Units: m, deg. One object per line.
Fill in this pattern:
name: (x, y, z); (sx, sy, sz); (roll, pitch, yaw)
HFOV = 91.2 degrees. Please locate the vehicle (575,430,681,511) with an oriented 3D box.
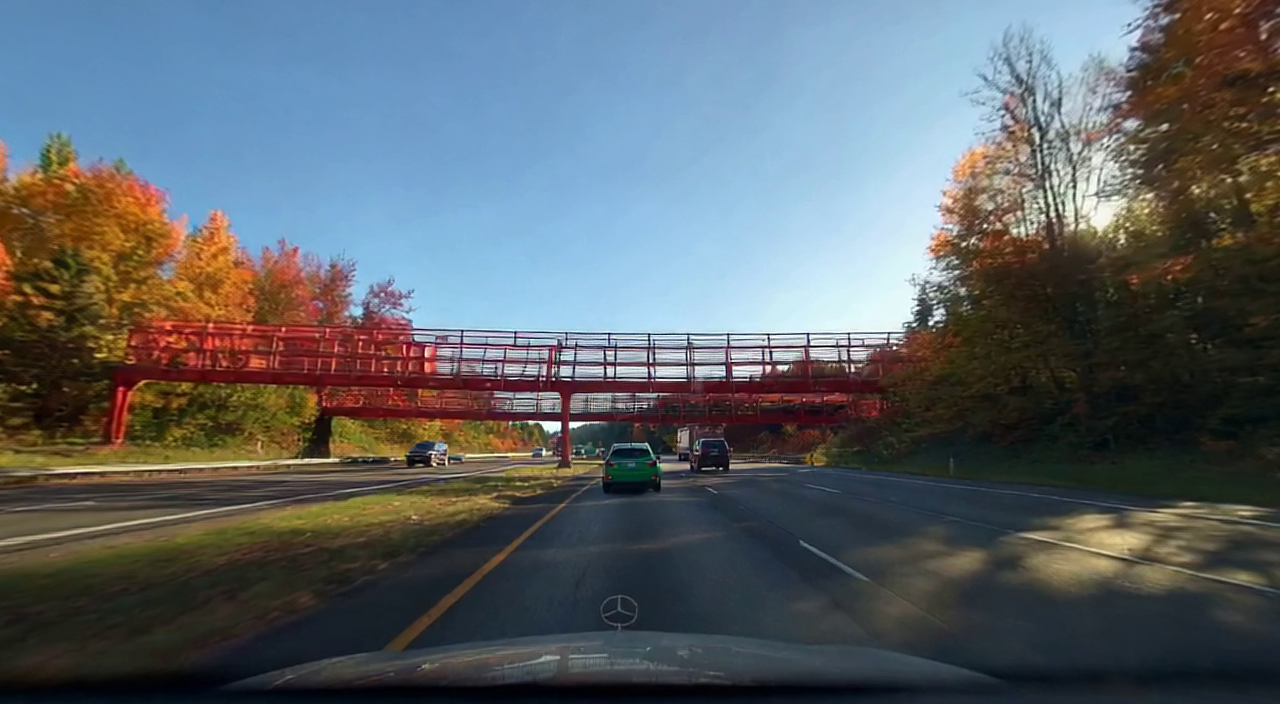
vehicle: (-0.270, 2.846, 15.524); (2.259, 1.699, 4.015); (0, -9, 0)

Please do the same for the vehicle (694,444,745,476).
vehicle: (3.919, 5.390, 31.462); (1.894, 1.487, 3.751); (0, -9, -3)

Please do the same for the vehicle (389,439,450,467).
vehicle: (-13.559, 6.222, 38.802); (2.058, 1.624, 4.697); (0, -9, 0)
